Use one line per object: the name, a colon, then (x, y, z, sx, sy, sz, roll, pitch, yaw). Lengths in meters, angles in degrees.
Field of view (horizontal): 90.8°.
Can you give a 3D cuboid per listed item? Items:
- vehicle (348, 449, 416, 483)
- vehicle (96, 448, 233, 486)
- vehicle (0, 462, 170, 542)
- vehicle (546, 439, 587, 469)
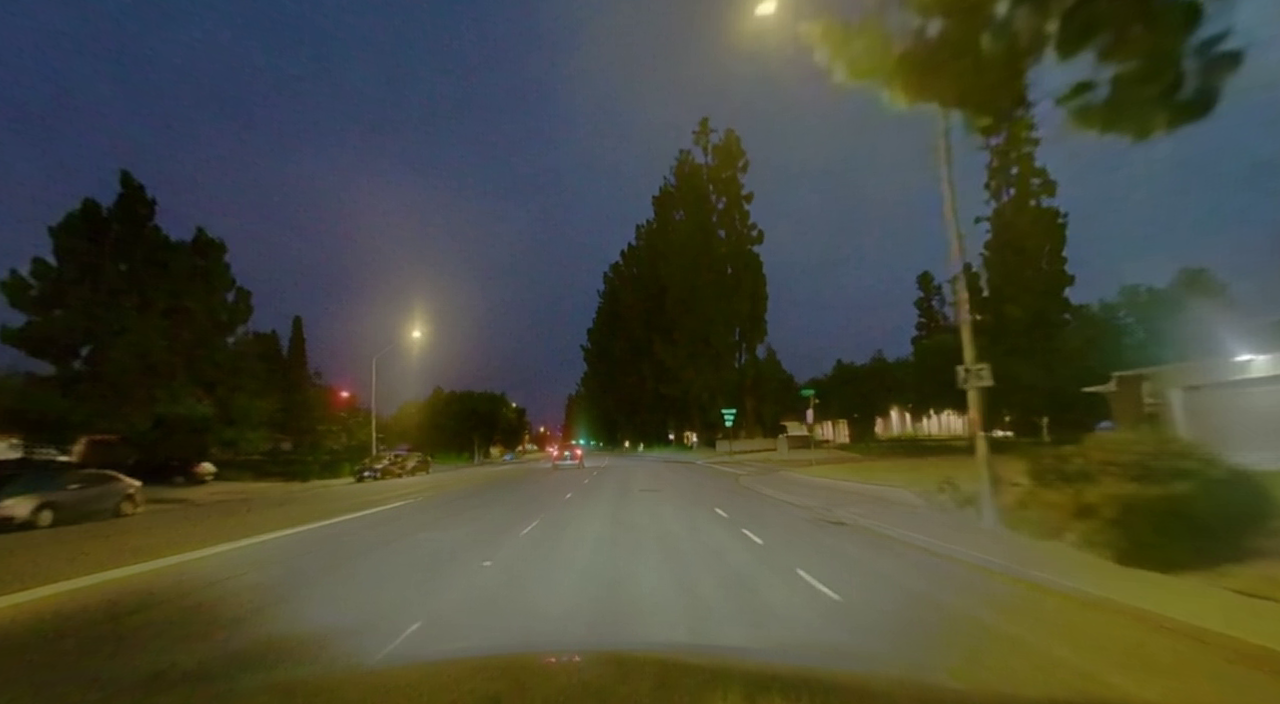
vehicle: (-14.476, 6.398, 35.736, 1.966, 1.760, 4.604, 0, -8, -1)
vehicle: (-22.290, 5.379, 29.752, 4.887, 1.711, 2.014, 0, -8, 4)
vehicle: (-14.221, 3.515, 15.399, 1.900, 1.494, 4.730, 0, -8, -1)
vehicle: (-4.577, 6.431, 39.986, 2.135, 1.731, 4.232, 0, -8, -1)
